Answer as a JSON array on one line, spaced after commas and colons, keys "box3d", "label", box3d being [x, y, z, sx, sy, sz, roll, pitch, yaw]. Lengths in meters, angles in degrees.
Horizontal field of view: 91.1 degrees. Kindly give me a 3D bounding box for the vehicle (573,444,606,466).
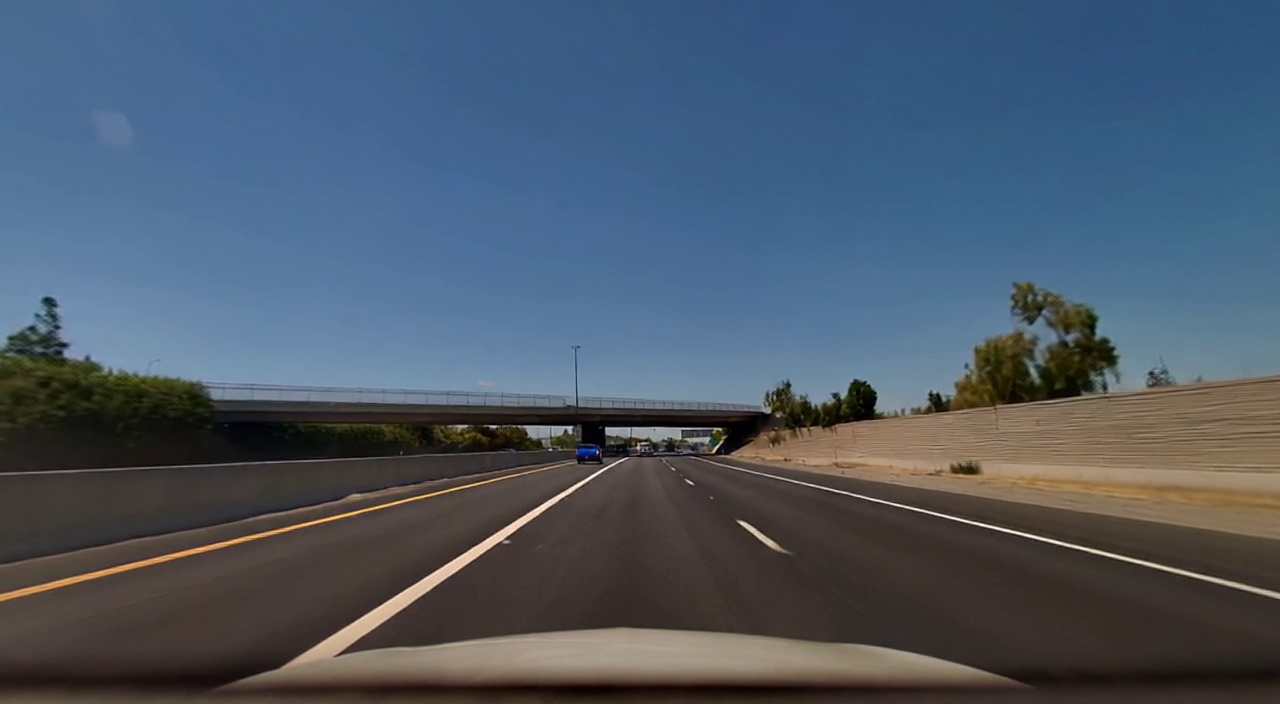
[{"box3d": [-3.609, 7.498, 45.802, 2.001, 1.521, 3.900, -1, -9, 1], "label": "vehicle"}]
